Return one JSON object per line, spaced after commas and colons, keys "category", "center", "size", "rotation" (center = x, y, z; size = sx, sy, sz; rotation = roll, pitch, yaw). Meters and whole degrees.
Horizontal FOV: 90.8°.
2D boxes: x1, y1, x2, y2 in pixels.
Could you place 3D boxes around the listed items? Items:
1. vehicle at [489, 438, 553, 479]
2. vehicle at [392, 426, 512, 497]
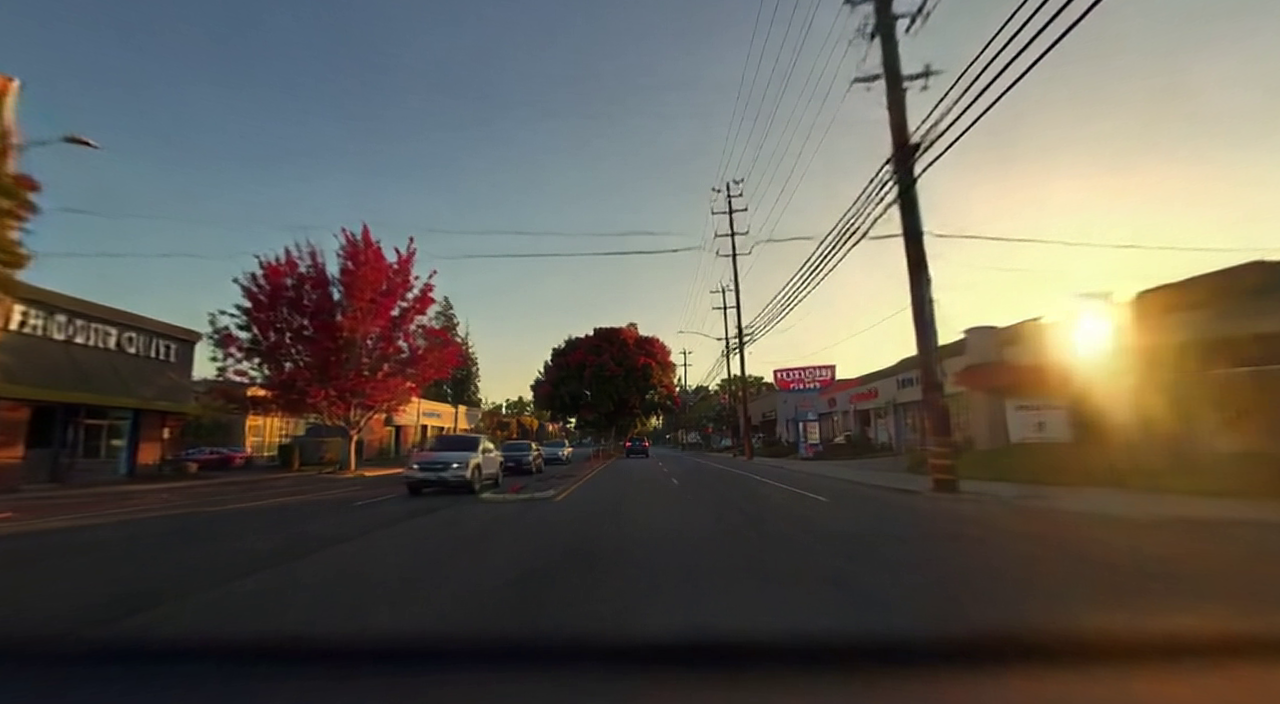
{"category": "vehicle", "center": [-5.135, 4.614, 27.773], "size": [1.909, 1.524, 4.614], "rotation": [-2, -8, 0]}
{"category": "vehicle", "center": [-5.623, 3.332, 19.677], "size": [2.278, 1.828, 4.970], "rotation": [-2, -8, -1]}
